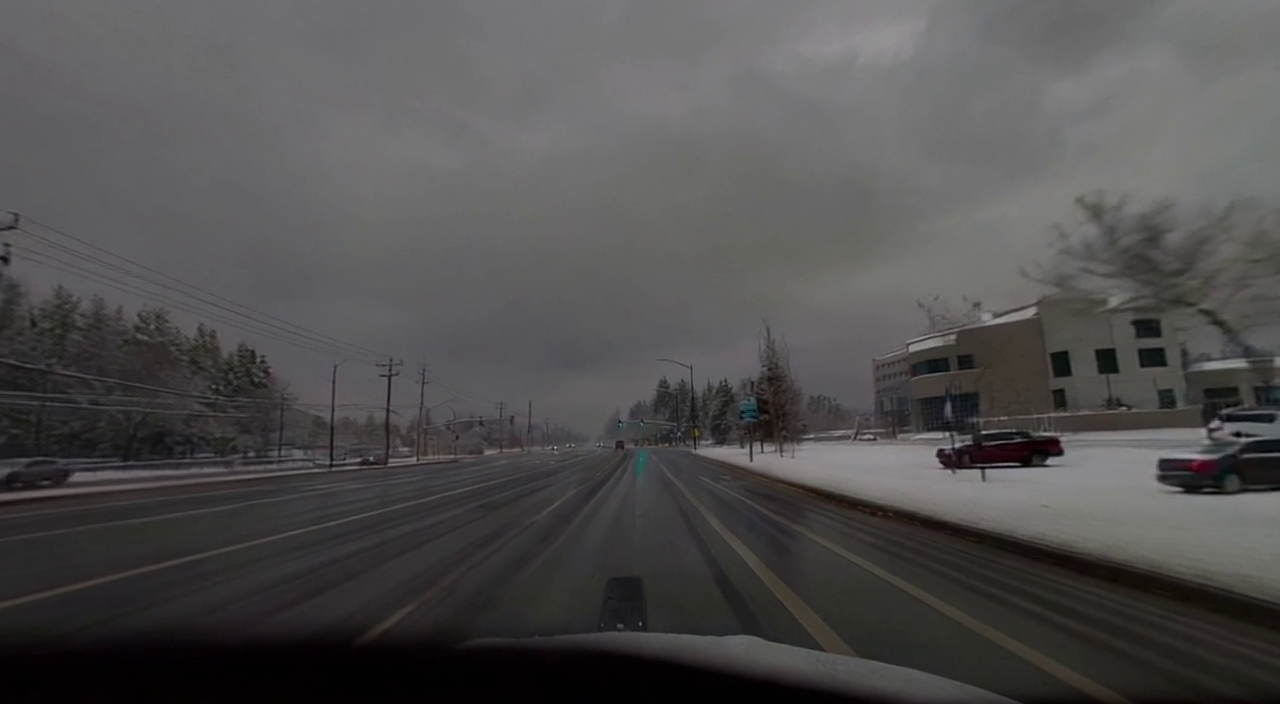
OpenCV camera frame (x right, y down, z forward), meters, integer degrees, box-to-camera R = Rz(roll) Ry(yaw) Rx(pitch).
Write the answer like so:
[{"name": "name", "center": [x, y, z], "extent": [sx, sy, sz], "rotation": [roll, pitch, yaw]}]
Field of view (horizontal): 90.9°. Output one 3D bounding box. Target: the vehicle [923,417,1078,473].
[{"name": "vehicle", "center": [14.041, 3.656, 24.830], "extent": [4.702, 1.853, 2.069], "rotation": [-3, -8, 2]}]

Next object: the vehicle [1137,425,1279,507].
[{"name": "vehicle", "center": [14.564, 2.541, 14.597], "extent": [4.388, 1.446, 1.808], "rotation": [-6, -7, 2]}]

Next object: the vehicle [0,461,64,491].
[{"name": "vehicle", "center": [-35.816, 7.016, 35.816], "extent": [1.917, 1.479, 4.462], "rotation": [0, -8, 0]}]
